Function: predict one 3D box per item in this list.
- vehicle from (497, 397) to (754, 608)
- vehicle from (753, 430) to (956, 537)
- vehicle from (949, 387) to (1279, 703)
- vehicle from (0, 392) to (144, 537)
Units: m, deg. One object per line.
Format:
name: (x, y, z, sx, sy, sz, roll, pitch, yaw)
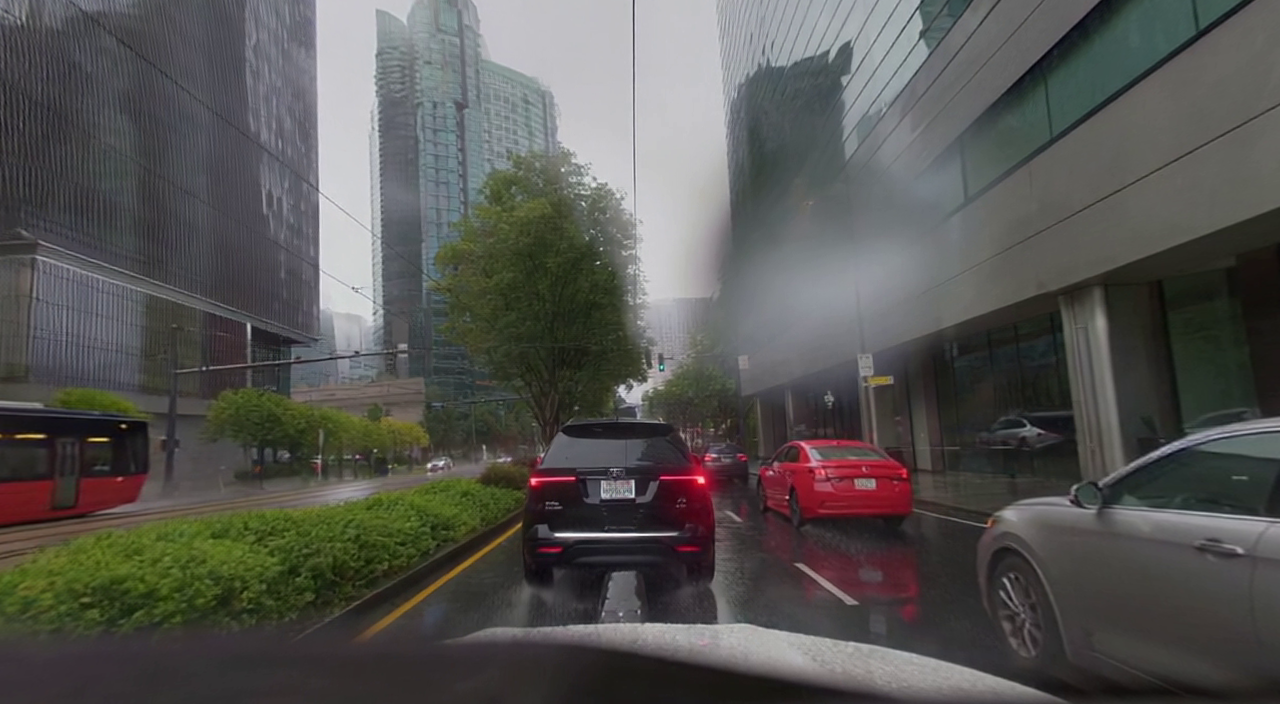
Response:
vehicle: (-0.186, 1.588, 7.583, 2.178, 1.779, 4.255, 0, -8, -2)
vehicle: (3.597, 2.283, 11.610, 2.128, 1.582, 4.188, 0, -8, -2)
vehicle: (3.139, 0.859, 2.083, 1.993, 1.480, 4.324, 0, -8, -1)
vehicle: (-19.790, 3.173, 17.297, 3.393, 4.045, 11.306, -3, -9, -1)
